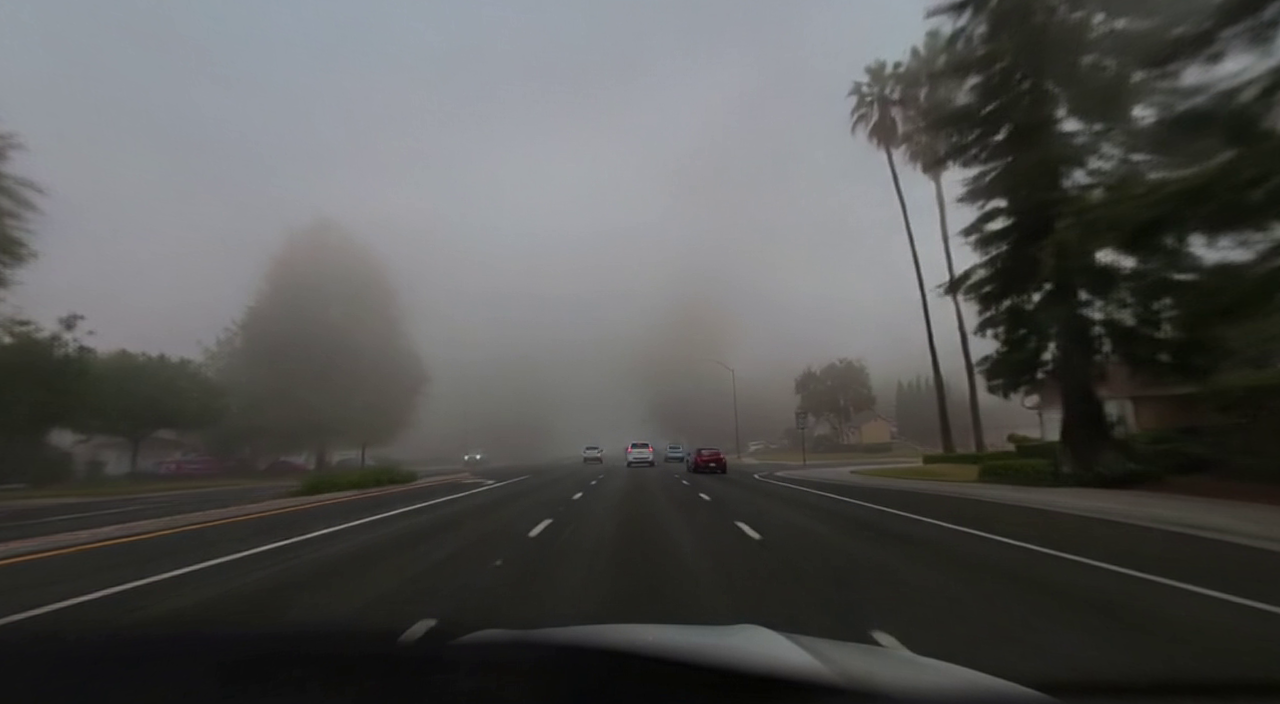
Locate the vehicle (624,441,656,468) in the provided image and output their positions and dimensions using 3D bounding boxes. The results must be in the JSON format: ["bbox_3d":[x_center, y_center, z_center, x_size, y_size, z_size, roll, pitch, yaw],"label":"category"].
[{"bbox_3d":[-0.038,6.979,43.247,2.043,1.734,4.253,0,-8,-1],"label":"vehicle"}]

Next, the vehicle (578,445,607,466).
[{"bbox_3d":[-3.608,7.940,48.701,2.000,1.569,3.794,0,-8,-1],"label":"vehicle"}]

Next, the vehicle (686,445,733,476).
[{"bbox_3d":[3.425,5.423,31.892,1.830,1.451,4.009,0,-8,-1],"label":"vehicle"}]
